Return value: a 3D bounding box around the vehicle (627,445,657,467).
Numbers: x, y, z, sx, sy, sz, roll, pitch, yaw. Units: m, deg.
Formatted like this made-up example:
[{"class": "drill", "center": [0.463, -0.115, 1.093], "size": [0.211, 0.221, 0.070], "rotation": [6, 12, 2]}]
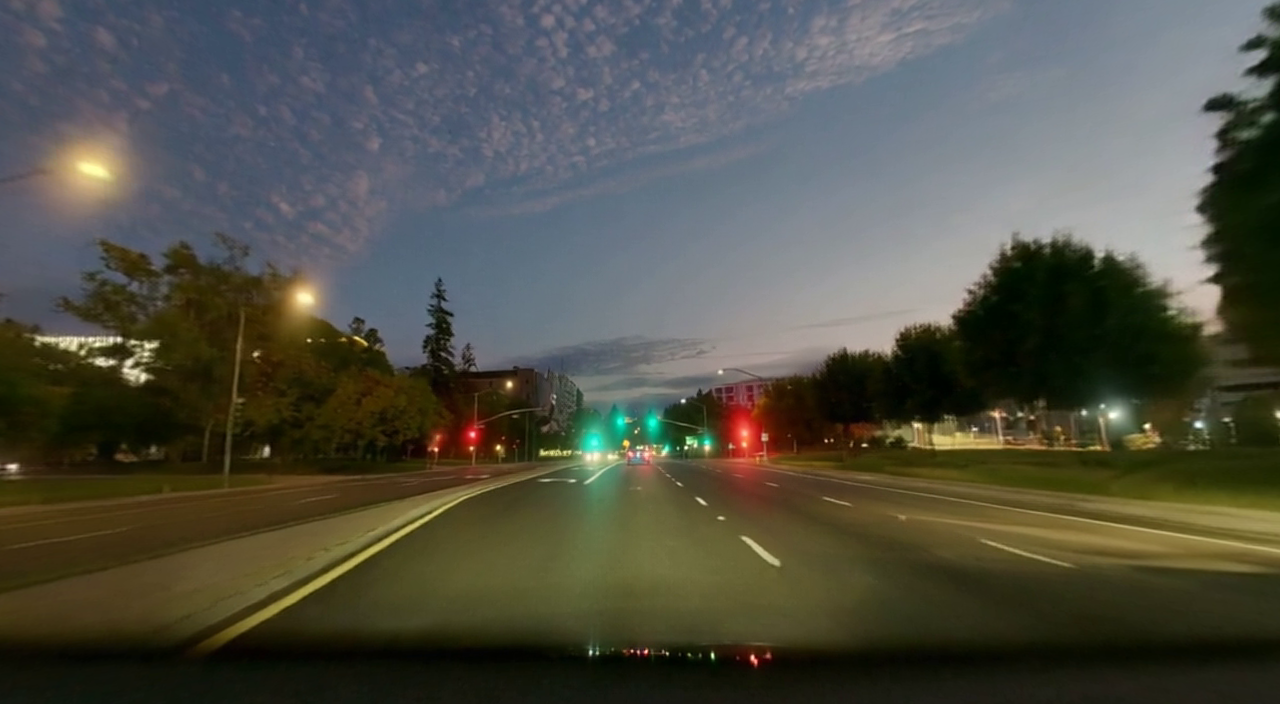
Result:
[{"class": "vehicle", "center": [0.148, 7.363, 44.874], "size": [2.064, 1.477, 3.968], "rotation": [0, -9, 0]}]
